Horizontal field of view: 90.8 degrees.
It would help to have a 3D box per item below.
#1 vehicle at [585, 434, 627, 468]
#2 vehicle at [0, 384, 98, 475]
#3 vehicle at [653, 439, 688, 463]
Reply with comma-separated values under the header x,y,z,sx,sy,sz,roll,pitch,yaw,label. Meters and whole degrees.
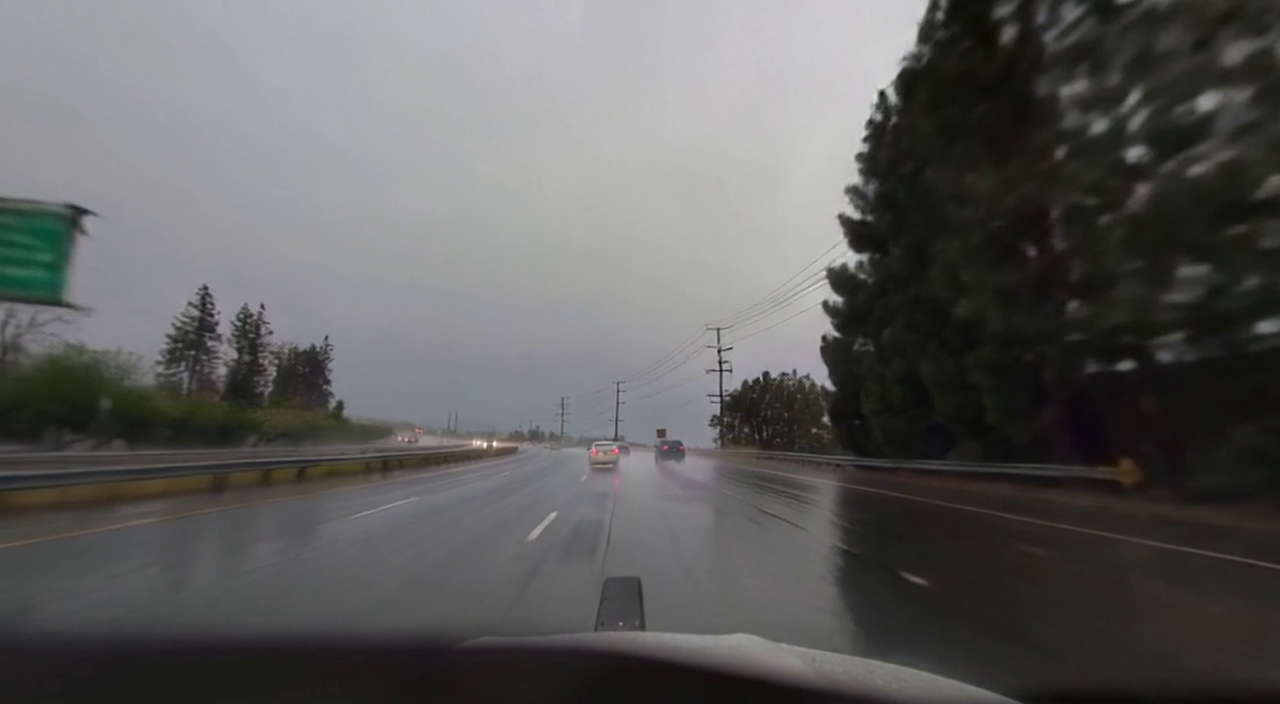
x,y,z,sx,sy,sz,roll,pitch,yaw,label
-1.852,5.382,34.397,2.188,1.714,3.921,0,-8,-3,vehicle
-26.210,3.342,26.945,2.513,3.577,4.197,1,-9,-8,vehicle
1.931,6.498,41.500,1.789,1.503,3.897,1,-8,-5,vehicle
